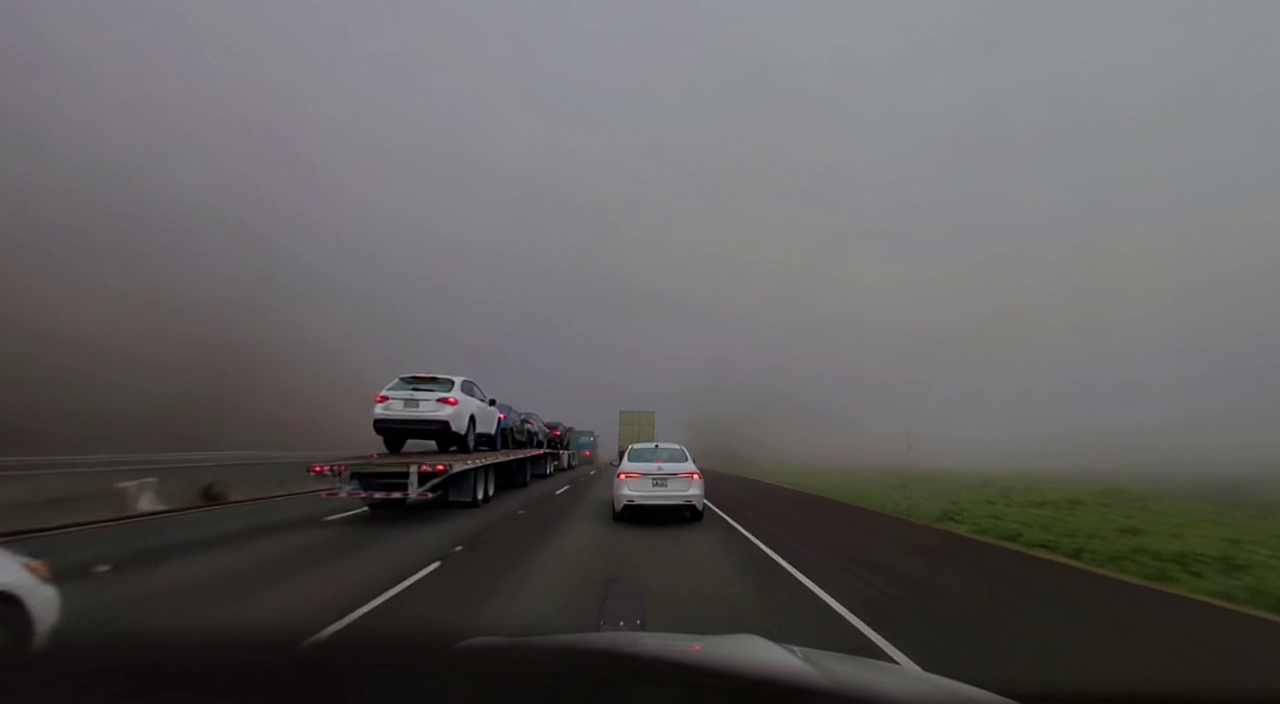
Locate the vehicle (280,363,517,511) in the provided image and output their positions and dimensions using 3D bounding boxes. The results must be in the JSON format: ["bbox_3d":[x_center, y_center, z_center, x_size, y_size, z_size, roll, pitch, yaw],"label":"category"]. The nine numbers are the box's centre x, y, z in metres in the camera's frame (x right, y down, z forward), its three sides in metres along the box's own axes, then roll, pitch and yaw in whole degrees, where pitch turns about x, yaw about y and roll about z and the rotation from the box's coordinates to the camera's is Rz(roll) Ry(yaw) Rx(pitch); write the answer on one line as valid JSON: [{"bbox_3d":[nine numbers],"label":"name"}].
[{"bbox_3d":[-3.004,1.230,8.948,2.031,1.594,4.103,1,-9,-5],"label":"vehicle"}]

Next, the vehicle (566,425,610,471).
[{"bbox_3d":[-3.281,6.270,41.276,2.289,2.710,6.726,0,-9,0],"label":"vehicle"}]

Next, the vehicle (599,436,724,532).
[{"bbox_3d":[0.303,2.370,11.847,1.991,1.507,3.391,0,-9,-1],"label":"vehicle"}]
